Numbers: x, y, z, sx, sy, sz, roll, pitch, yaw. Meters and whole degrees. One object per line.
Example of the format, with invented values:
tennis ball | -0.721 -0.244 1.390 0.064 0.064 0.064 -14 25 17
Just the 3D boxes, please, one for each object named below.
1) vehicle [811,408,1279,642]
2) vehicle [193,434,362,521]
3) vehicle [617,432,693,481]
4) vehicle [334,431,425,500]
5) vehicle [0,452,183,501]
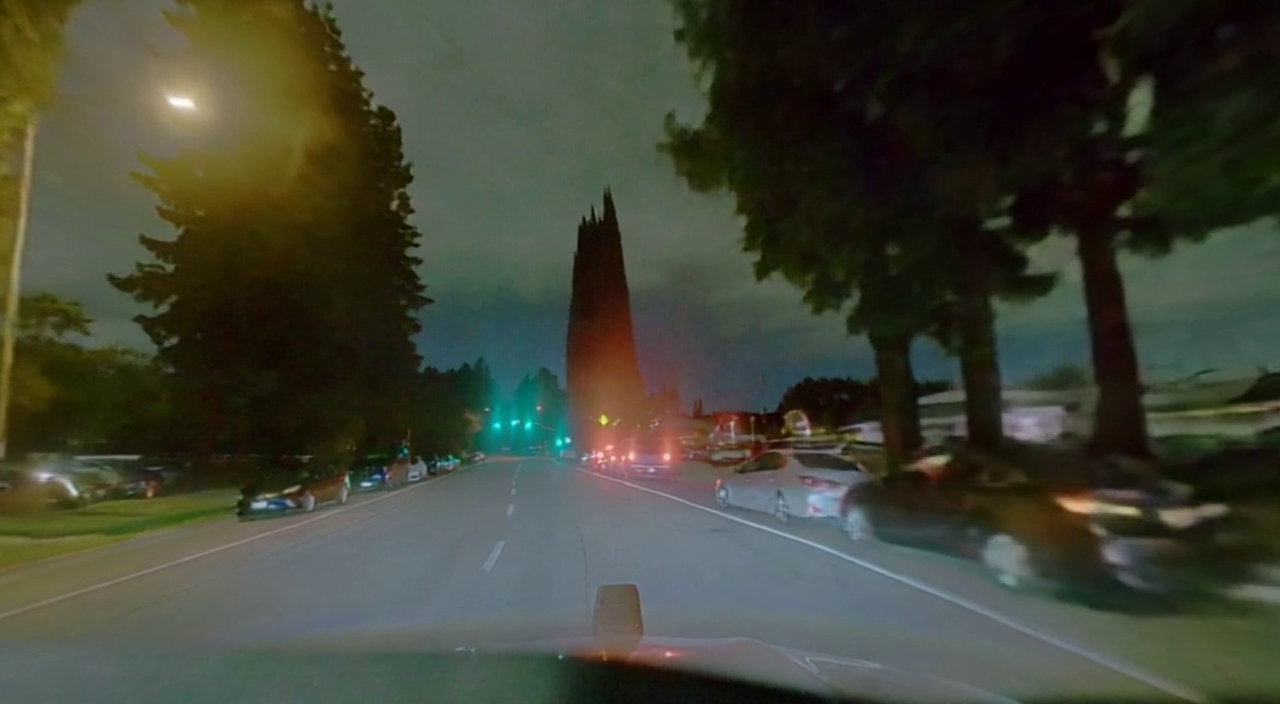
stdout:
vehicle | 3.620 1.461 6.628 1.884 1.508 4.713 0 -8 -6
vehicle | -9.323 3.280 16.911 2.171 1.838 5.344 -1 -10 -10
vehicle | 0.495 4.471 27.551 2.255 1.863 5.629 1 -8 -9
vehicle | -10.613 4.539 26.221 2.382 2.223 5.472 -3 -5 -11
vehicle | -19.464 4.331 22.173 5.050 1.502 2.023 1 -8 -8
